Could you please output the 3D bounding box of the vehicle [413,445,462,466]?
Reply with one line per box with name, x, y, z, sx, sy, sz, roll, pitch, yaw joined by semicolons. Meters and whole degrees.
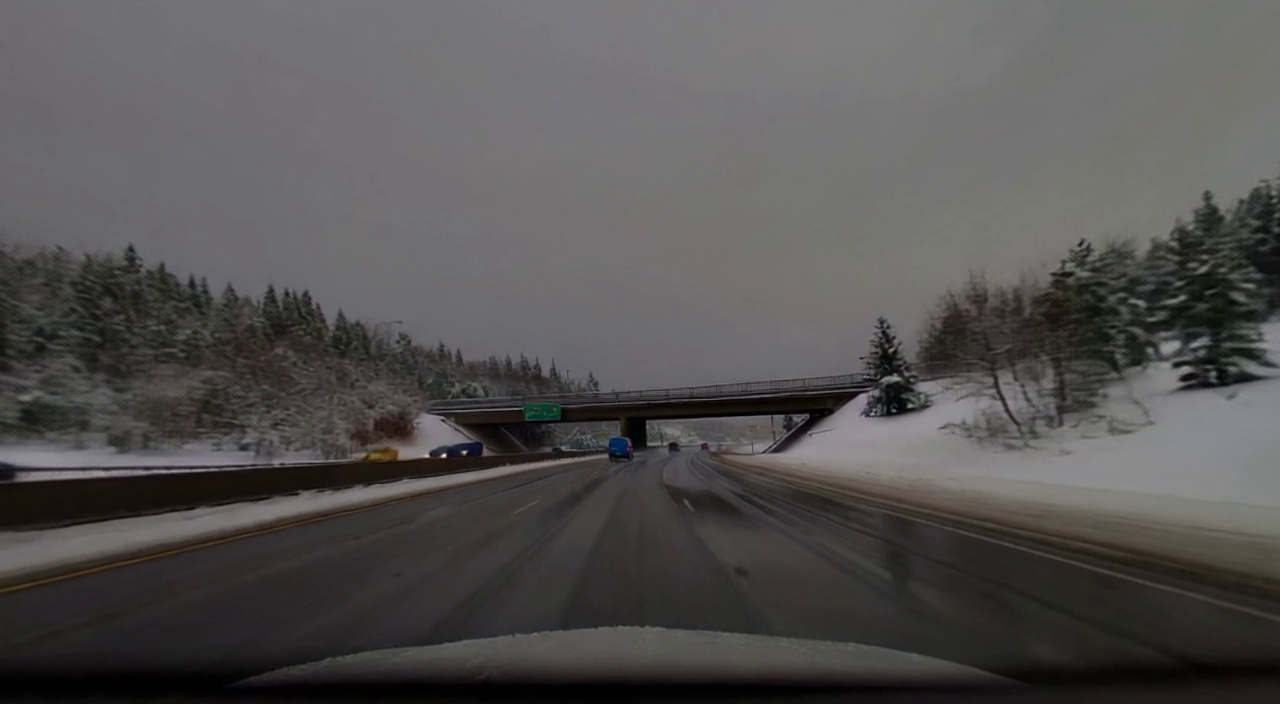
vehicle;-15.805;8.055;49.522;1.978;1.510;4.771;-1;-8;4
